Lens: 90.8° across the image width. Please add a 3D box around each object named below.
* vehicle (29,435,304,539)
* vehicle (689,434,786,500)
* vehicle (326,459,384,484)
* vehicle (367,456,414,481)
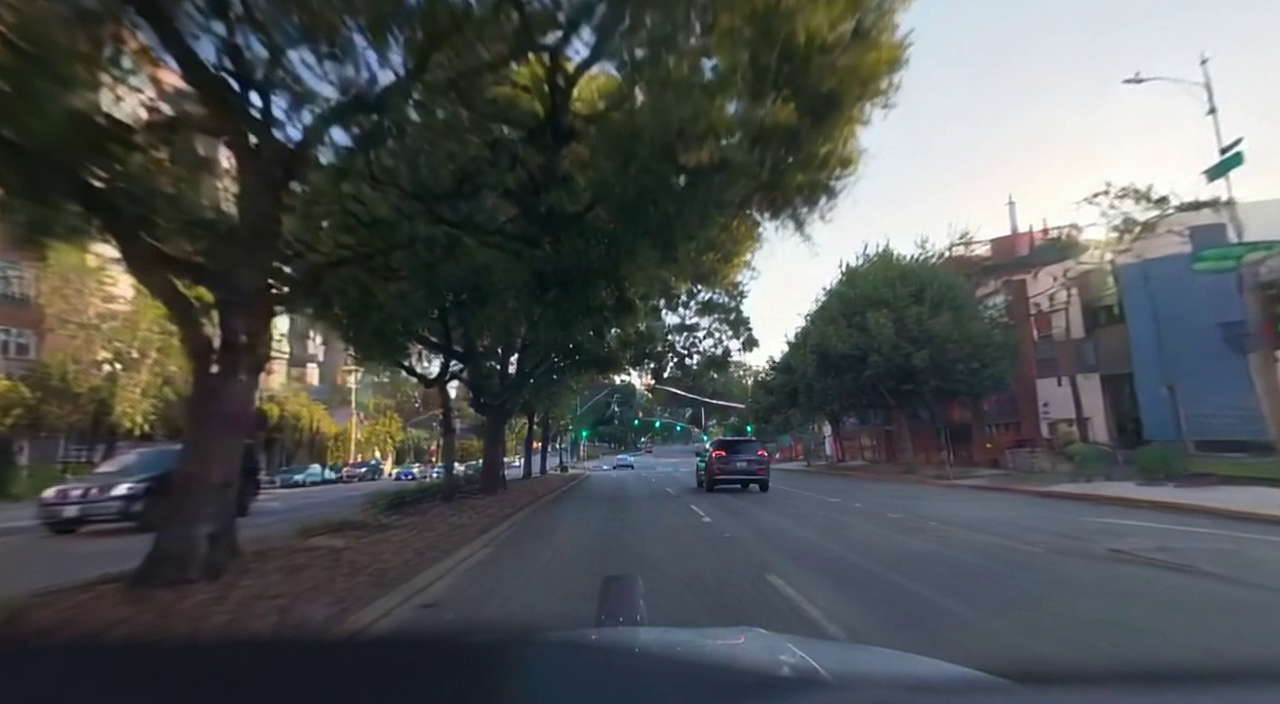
[{"bbox_3d":[-9.563,2.700,13.510,1.939,1.744,5.079,0,-8,0],"label":"vehicle"},{"bbox_3d":[2.972,3.622,20.438,2.129,1.844,4.767,0,-8,-3],"label":"vehicle"},{"bbox_3d":[-19.167,8.028,42.710,1.812,1.482,4.512,0,-8,0],"label":"vehicle"},{"bbox_3d":[-19.236,8.963,48.884,1.880,1.725,4.509,0,-8,-1],"label":"vehicle"}]
